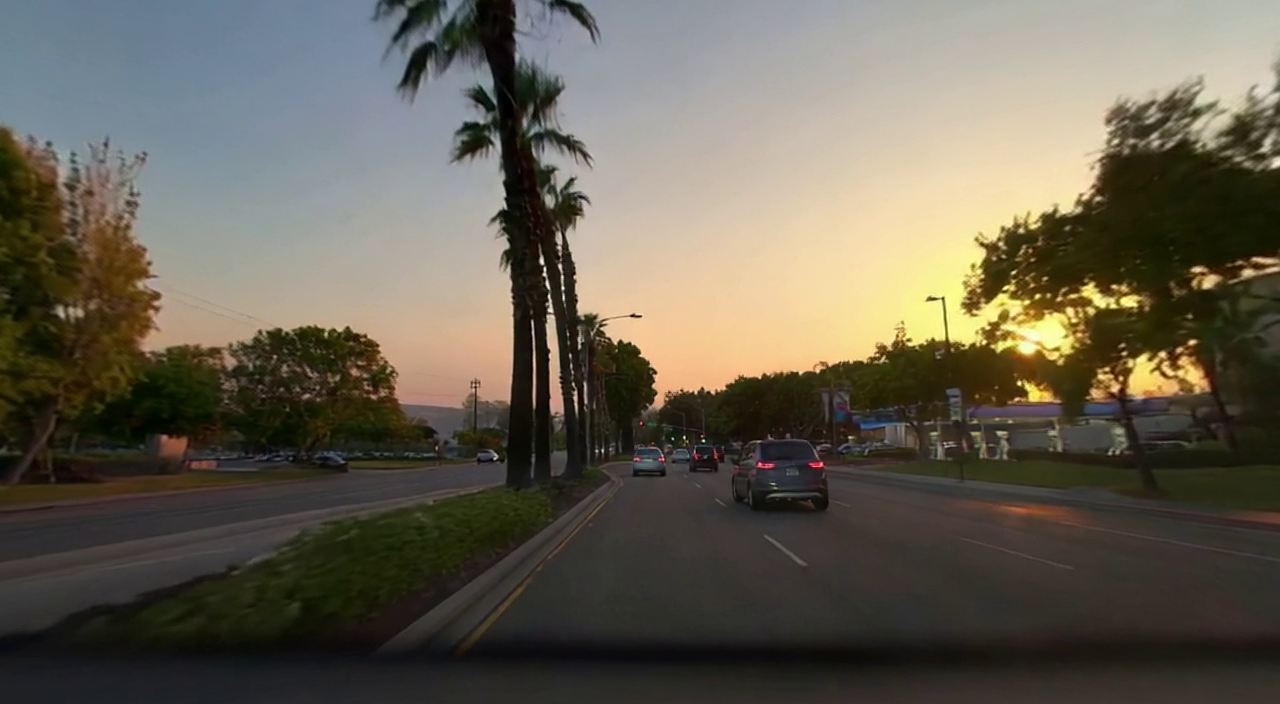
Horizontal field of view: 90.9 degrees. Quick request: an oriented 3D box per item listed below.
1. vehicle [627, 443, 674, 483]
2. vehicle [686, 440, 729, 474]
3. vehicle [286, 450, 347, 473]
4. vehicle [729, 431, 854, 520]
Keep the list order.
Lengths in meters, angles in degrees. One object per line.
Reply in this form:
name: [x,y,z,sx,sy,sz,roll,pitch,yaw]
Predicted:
vehicle: [0.449,4.984,28.569,1.991,1.664,3.814,0,-8,0]
vehicle: [4.193,6.580,39.858,2.154,1.975,4.634,0,-8,0]
vehicle: [-24.995,8.435,48.741,3.782,1.699,1.867,7,-11,-43]
vehicle: [3.293,2.747,14.538,1.872,1.752,3.896,0,-8,0]
